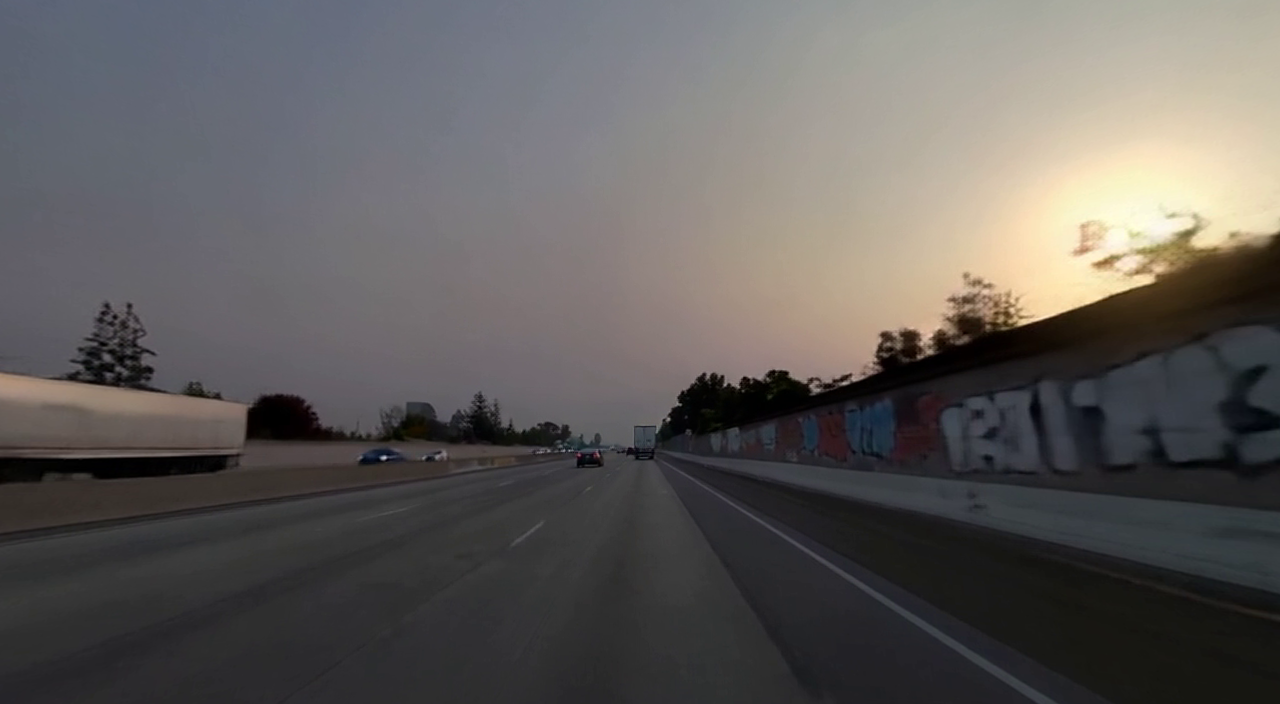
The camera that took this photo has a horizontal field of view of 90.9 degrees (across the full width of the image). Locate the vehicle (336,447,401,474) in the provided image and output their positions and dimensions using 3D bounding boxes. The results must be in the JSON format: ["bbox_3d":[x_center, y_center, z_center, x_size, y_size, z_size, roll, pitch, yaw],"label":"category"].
[{"bbox_3d":[-17.998,7.186,42.063,1.980,1.638,5.194,0,-9,0],"label":"vehicle"}]

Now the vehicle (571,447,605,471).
[{"bbox_3d":[-3.287,6.854,40.529,1.803,1.466,4.509,0,-9,0],"label":"vehicle"}]

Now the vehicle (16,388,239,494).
[{"bbox_3d":[-22.075,4.008,28.095,2.850,4.006,8.213,0,-9,0],"label":"vehicle"}]
